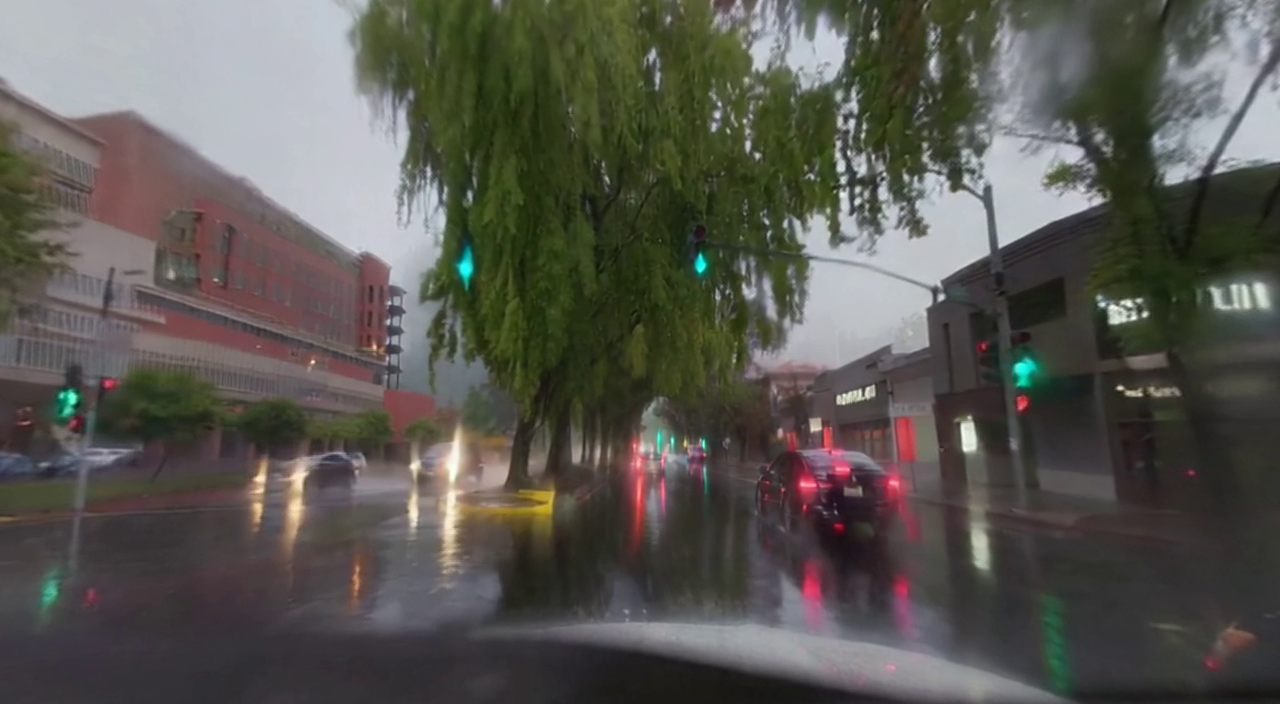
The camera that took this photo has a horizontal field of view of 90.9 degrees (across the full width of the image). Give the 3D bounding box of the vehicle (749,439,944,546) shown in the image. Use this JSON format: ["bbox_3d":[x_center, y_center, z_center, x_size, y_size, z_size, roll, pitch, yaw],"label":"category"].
[{"bbox_3d":[3.279,2.295,10.996,1.989,1.498,4.050,0,-8,-1],"label":"vehicle"}]

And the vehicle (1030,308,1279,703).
[{"bbox_3d":[3.098,0.590,0.962,2.143,1.759,4.531,0,-9,1],"label":"vehicle"}]

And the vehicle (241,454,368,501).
[{"bbox_3d":[-11.986,4.497,22.978,2.022,1.459,4.670,0,-8,1],"label":"vehicle"}]

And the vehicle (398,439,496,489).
[{"bbox_3d":[-8.178,4.784,27.456,2.329,1.921,5.842,0,-8,1],"label":"vehicle"}]

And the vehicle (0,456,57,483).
[{"bbox_3d":[-44.373,8.249,44.435,4.430,1.765,2.075,0,-9,1],"label":"vehicle"}]

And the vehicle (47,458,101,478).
[{"bbox_3d":[-44.480,9.096,49.594,1.681,1.455,4.021,2,-10,-20],"label":"vehicle"}]

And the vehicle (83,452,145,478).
[{"bbox_3d":[-41.174,8.800,49.459,1.843,1.902,4.182,2,-9,-12],"label":"vehicle"}]

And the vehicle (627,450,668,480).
[{"bbox_3d":[0.365,5.596,31.455,1.945,1.343,3.827,0,-8,1],"label":"vehicle"}]
